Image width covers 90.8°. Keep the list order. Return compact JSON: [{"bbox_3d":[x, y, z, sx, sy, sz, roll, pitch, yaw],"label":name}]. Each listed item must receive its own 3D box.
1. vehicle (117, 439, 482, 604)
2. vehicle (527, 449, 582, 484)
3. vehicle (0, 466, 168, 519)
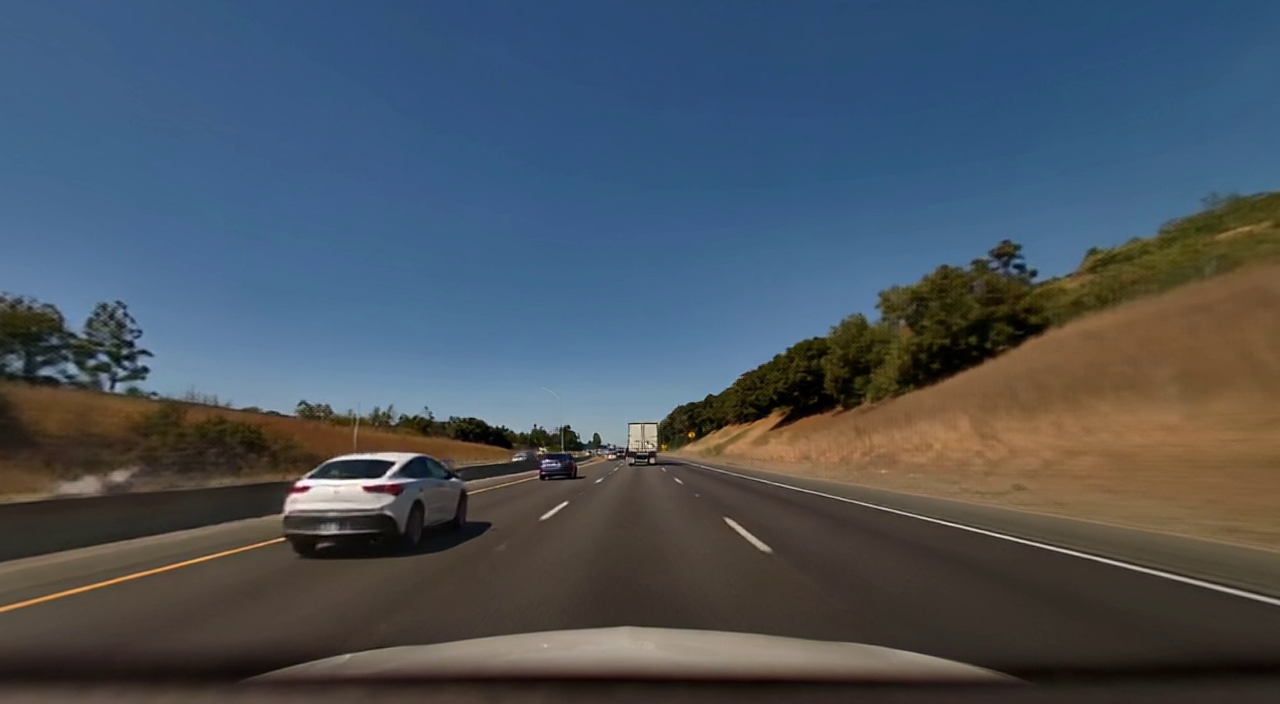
[{"bbox_3d":[-3.734,1.924,8.223,2.053,1.489,4.740,0,-9,1],"label":"vehicle"},{"bbox_3d":[-4.029,5.482,30.447,2.051,1.537,4.111,0,-9,0],"label":"vehicle"},{"bbox_3d":[-19.404,4.843,22.171,1.908,1.513,4.745,0,-9,0],"label":"vehicle"}]
